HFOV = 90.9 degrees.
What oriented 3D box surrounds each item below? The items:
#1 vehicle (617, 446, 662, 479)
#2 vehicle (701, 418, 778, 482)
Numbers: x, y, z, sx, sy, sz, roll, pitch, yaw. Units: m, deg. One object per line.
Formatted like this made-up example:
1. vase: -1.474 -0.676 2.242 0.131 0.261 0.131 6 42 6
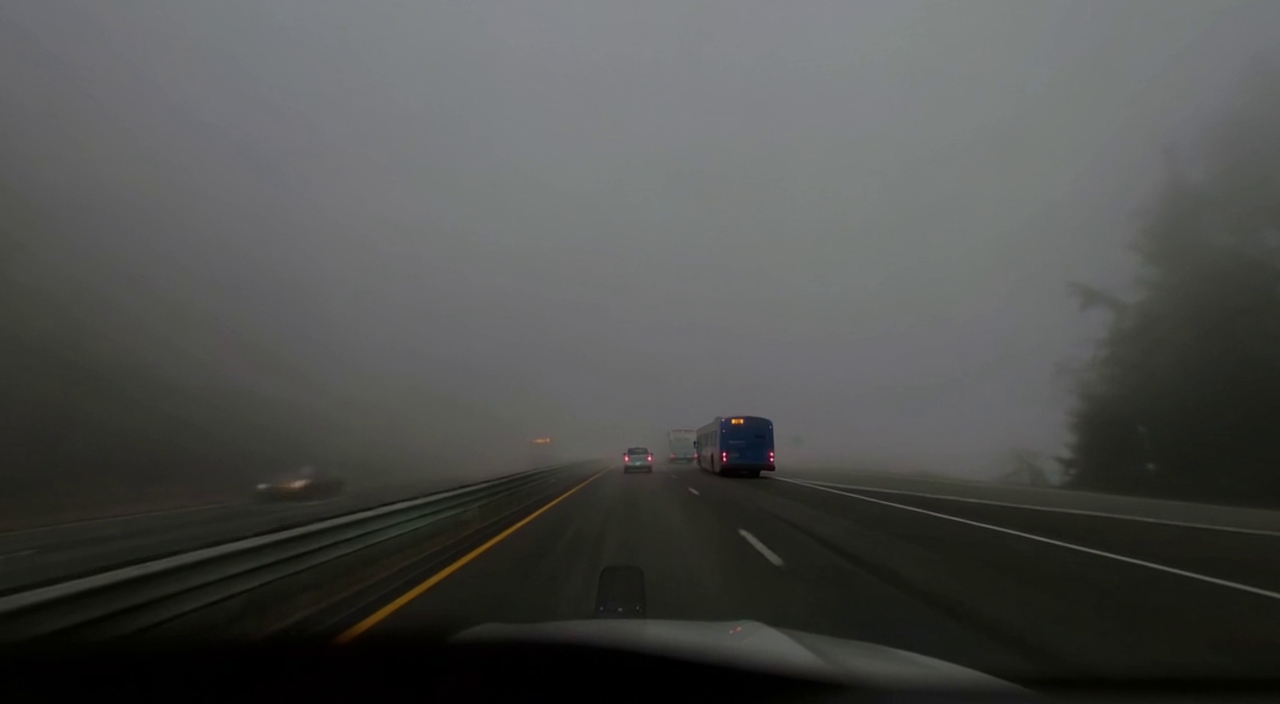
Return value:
1. vehicle: -0.023 5.252 30.177 2.004 1.449 3.817 0 -9 0
2. vehicle: 4.303 4.426 28.438 2.440 2.555 5.957 0 -9 0
